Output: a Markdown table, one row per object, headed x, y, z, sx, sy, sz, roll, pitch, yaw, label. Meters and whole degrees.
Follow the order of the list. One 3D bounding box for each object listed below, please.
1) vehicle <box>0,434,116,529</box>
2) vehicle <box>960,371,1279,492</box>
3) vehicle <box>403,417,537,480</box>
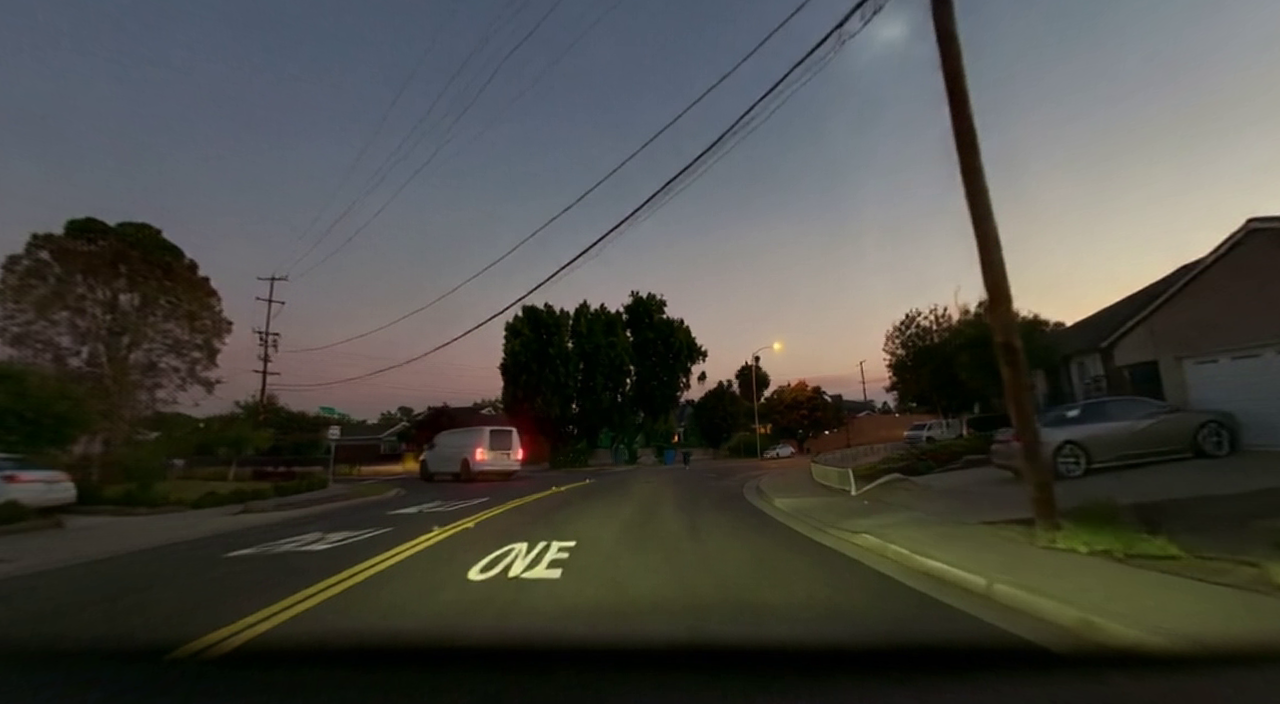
| x | y | z | sx | sy | sz | roll | pitch | yaw | label |
| --- | --- | --- | --- | --- | --- | --- | --- | --- | --- |
| -14.322 | 2.876 | 13.293 | 4.550 | 1.655 | 2.143 | -4 | -15 | -3 | vehicle |
| 9.364 | 1.605 | 12.601 | 4.658 | 1.536 | 2.090 | -8 | -9 | -1 | vehicle |
| -9.348 | 5.246 | 34.375 | 7.559 | 3.058 | 2.929 | -6 | -11 | 37 | vehicle |
